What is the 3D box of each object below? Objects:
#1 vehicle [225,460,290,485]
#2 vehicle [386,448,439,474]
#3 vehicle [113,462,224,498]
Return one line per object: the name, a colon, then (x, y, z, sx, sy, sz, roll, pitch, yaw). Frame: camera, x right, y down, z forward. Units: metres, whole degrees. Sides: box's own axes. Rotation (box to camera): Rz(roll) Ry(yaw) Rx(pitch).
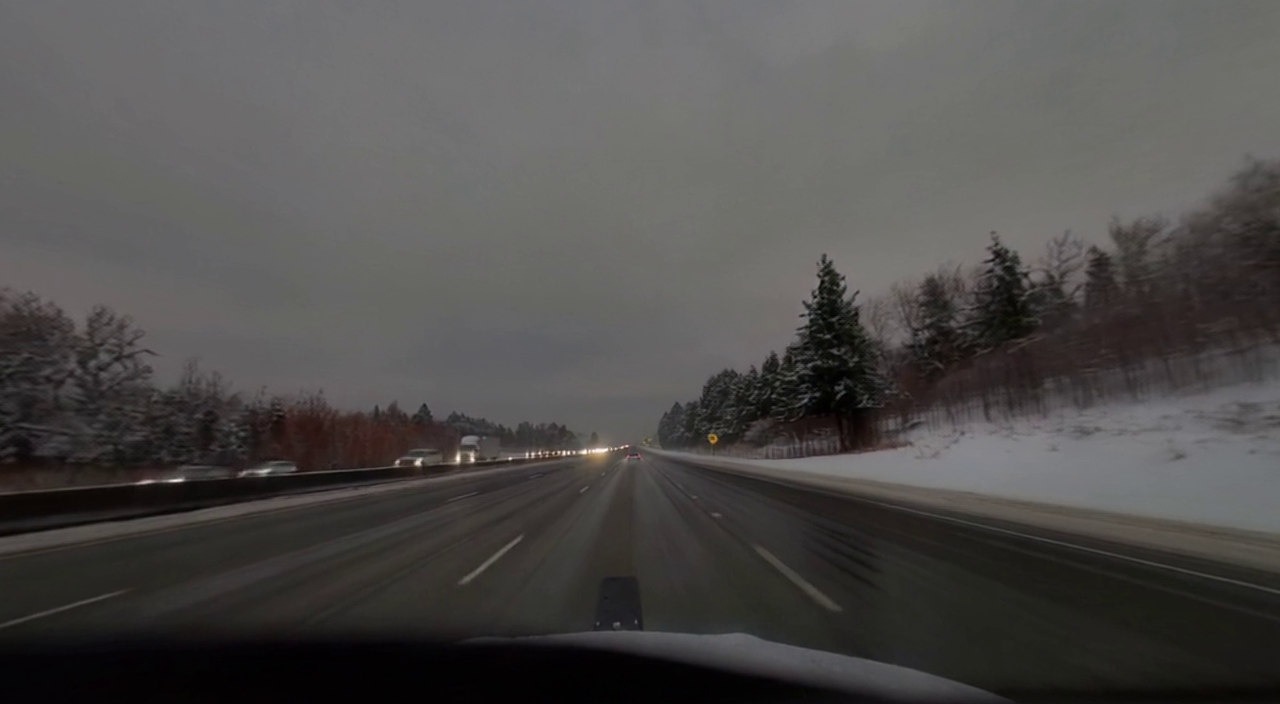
vehicle: (-26.671, 8.397, 43.886, 1.904, 1.533, 4.178, 0, -9, -1)
vehicle: (-15.775, 7.576, 43.745, 2.106, 1.697, 4.344, 0, -9, 0)
vehicle: (-22.972, 6.231, 30.792, 1.858, 1.486, 4.560, 0, -9, 0)
